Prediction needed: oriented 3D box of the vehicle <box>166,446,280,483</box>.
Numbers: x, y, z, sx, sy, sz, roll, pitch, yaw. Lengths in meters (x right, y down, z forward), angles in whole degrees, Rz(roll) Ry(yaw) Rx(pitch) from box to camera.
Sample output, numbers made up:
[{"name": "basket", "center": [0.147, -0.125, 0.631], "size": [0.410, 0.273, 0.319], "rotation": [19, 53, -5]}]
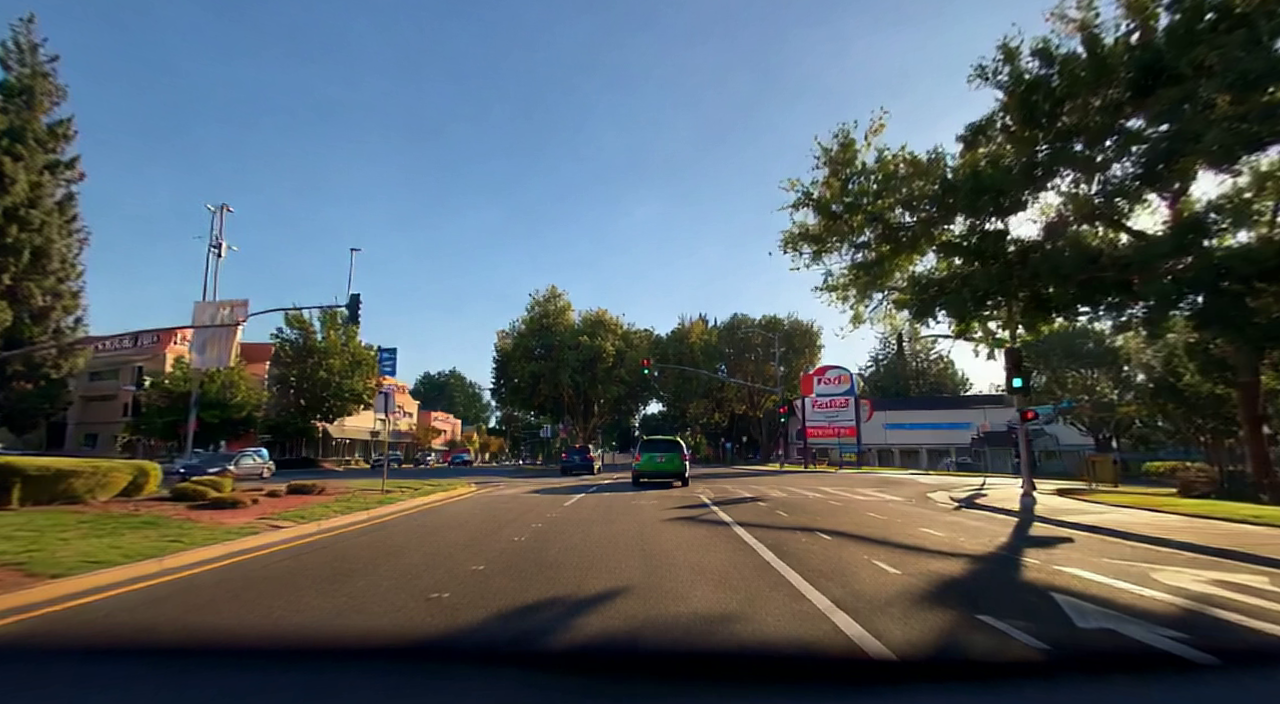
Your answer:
[{"name": "vehicle", "center": [-18.939, 5.115, 29.040], "size": [1.950, 1.512, 4.794], "rotation": [0, -9, 0]}]

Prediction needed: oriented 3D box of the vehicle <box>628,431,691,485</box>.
[{"name": "vehicle", "center": [0.749, 4.220, 25.405], "size": [2.273, 1.909, 5.075], "rotation": [0, -9, 1]}]

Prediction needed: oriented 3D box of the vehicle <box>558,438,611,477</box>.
[{"name": "vehicle", "center": [-2.782, 5.426, 32.831], "size": [2.202, 1.856, 4.516], "rotation": [0, -9, 2]}]
